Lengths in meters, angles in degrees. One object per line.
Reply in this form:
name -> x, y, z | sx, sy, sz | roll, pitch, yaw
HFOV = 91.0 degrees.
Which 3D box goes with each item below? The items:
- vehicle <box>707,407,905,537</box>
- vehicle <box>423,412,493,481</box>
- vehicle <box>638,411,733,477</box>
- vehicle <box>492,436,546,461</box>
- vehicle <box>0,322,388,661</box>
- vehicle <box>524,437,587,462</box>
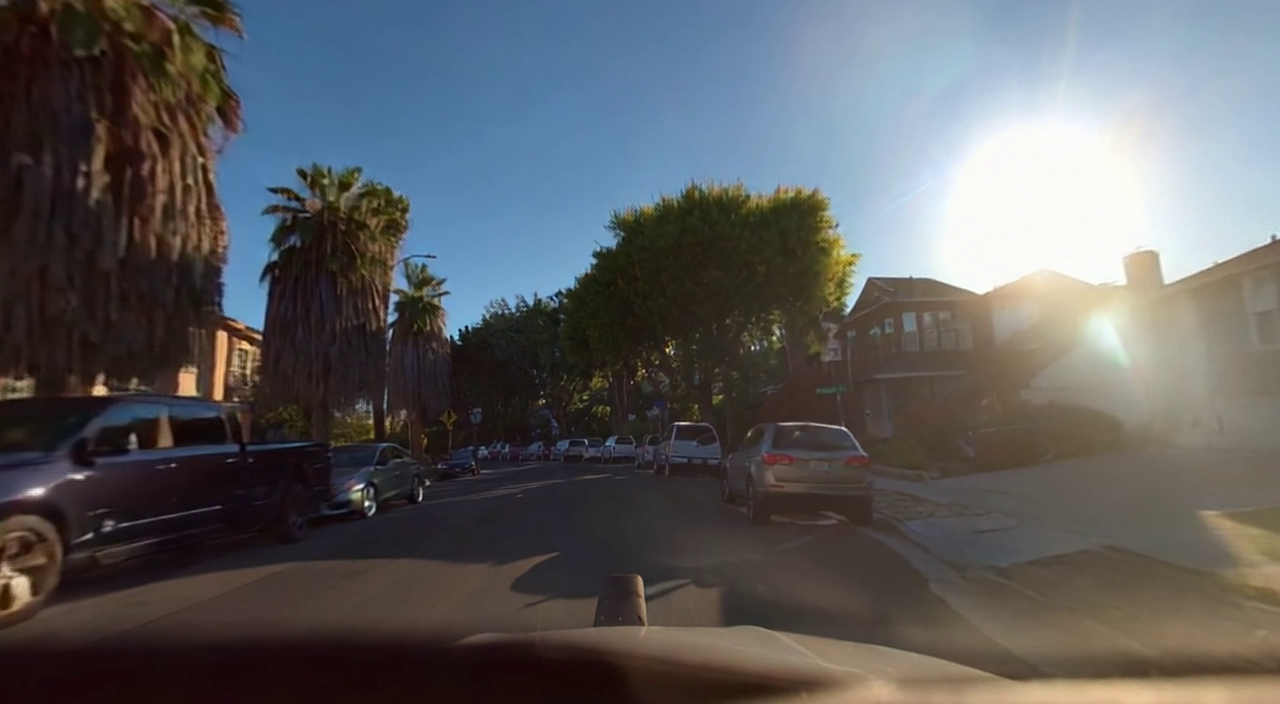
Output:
vehicle -> 2.386, 1.885, 10.471 | 2.076, 1.658, 4.604 | 0, -8, 1
vehicle -> -7.806, 4.047, 26.894 | 2.337, 2.289, 6.092 | -5, -7, -18
vehicle -> 1.420, 3.199, 21.877 | 2.139, 1.997, 4.864 | 1, -8, -10
vehicle -> -8.929, 7.061, 46.082 | 1.918, 1.753, 4.655 | 6, -10, -38
vehicle -> -5.353, 1.237, 6.375 | 2.624, 2.178, 6.522 | -1, -8, 3
vehicle -> -5.692, 6.428, 41.691 | 2.108, 1.503, 4.977 | 6, -10, -34
